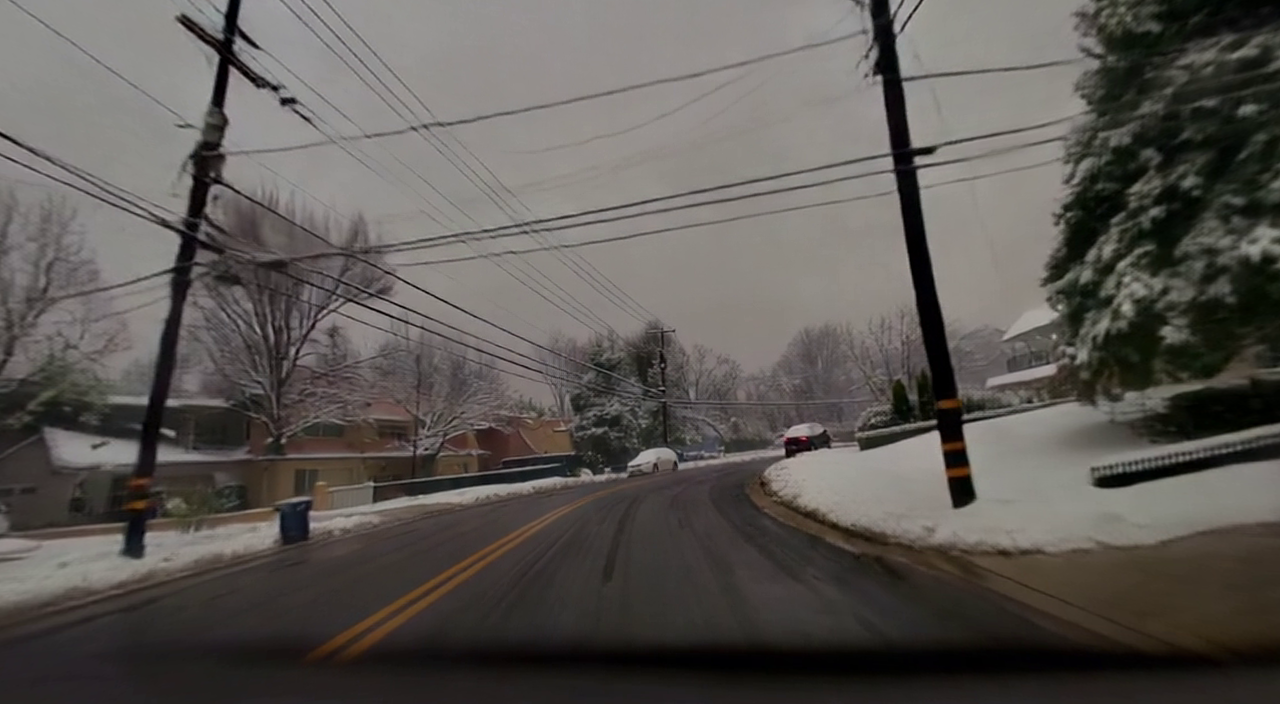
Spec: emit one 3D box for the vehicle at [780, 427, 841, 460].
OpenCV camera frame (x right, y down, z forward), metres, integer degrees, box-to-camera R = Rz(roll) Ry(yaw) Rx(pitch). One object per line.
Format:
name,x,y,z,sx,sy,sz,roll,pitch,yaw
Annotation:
vehicle,11.055,5.903,40.707,2.086,1.974,4.890,-6,-10,36

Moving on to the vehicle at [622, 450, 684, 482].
vehicle,0.907,7.384,41.281,2.039,1.949,4.511,-5,-10,32
